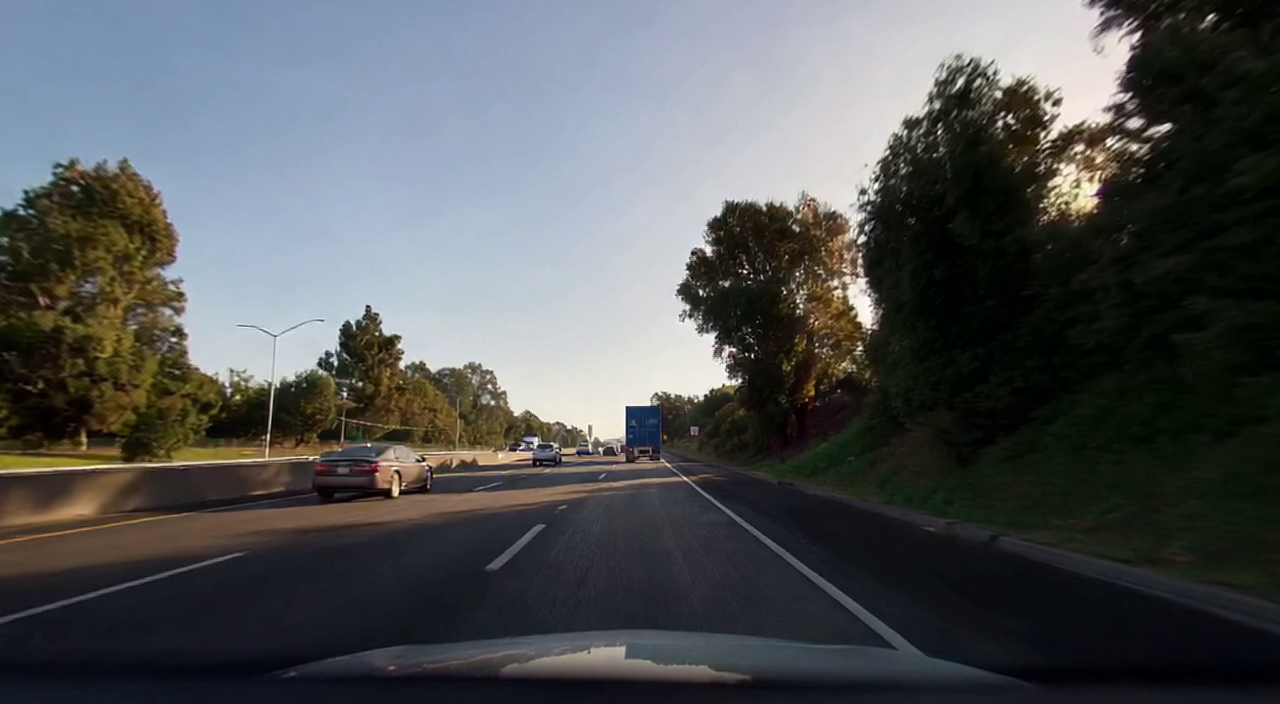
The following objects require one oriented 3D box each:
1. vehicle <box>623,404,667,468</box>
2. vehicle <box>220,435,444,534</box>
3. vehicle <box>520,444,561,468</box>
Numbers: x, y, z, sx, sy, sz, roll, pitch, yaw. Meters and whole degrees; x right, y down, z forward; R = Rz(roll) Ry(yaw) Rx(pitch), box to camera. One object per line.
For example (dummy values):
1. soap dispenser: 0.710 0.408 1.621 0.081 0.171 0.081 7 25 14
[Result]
1. vehicle: 0.323 6.605 48.665 2.918 4.124 14.567 0 -9 0
2. vehicle: -5.576 2.442 12.306 2.017 1.517 4.766 0 -9 -1
3. vehicle: -6.835 7.200 43.654 2.050 1.540 4.766 0 -9 0
